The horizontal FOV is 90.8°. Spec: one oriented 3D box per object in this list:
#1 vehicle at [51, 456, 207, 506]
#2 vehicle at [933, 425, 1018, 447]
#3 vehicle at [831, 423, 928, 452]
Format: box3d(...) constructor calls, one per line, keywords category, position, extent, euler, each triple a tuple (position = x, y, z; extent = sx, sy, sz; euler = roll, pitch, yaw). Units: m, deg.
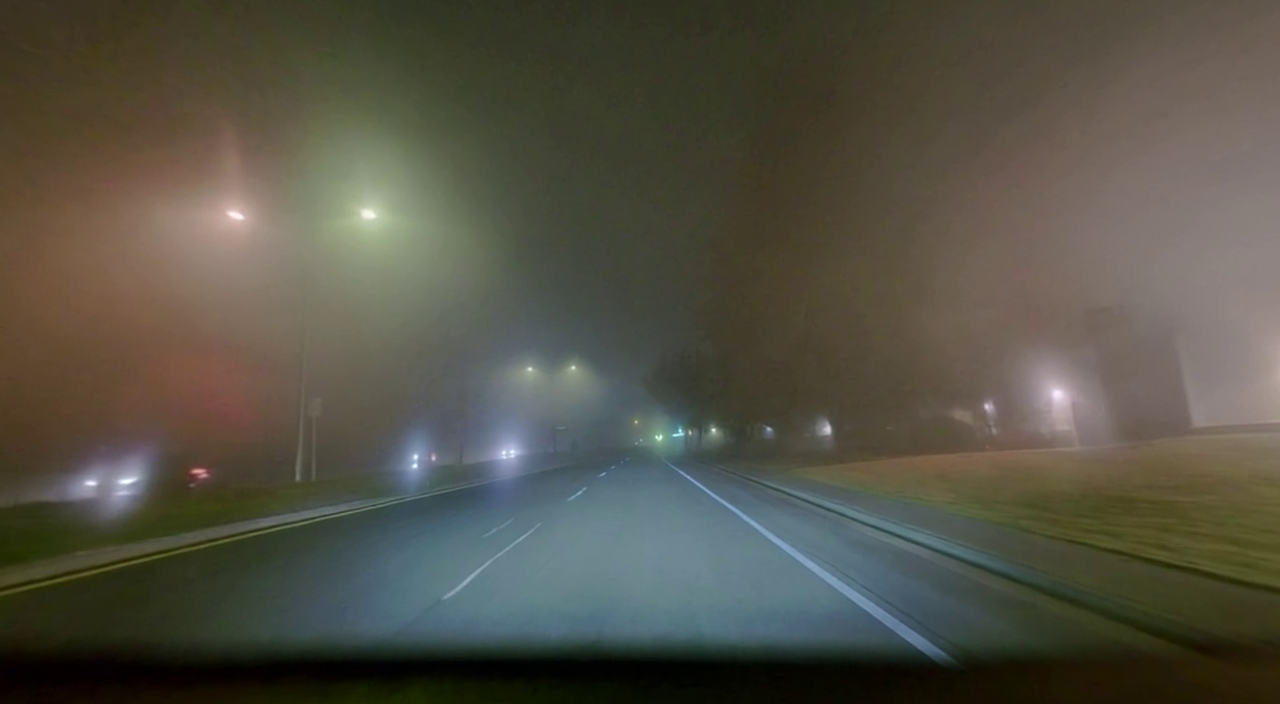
box3d(category="vehicle", position=(-18.361, 4.627, 23.046), extent=(1.846, 1.515, 4.538), euler=(0, -8, 1))
box3d(category="vehicle", position=(23.107, 5.830, 43.650), extent=(4.761, 1.457, 1.894), euler=(0, -9, 1))
box3d(category="vehicle", position=(16.447, 5.918, 43.541), extent=(5.702, 1.899, 2.294), euler=(0, -8, 0))
